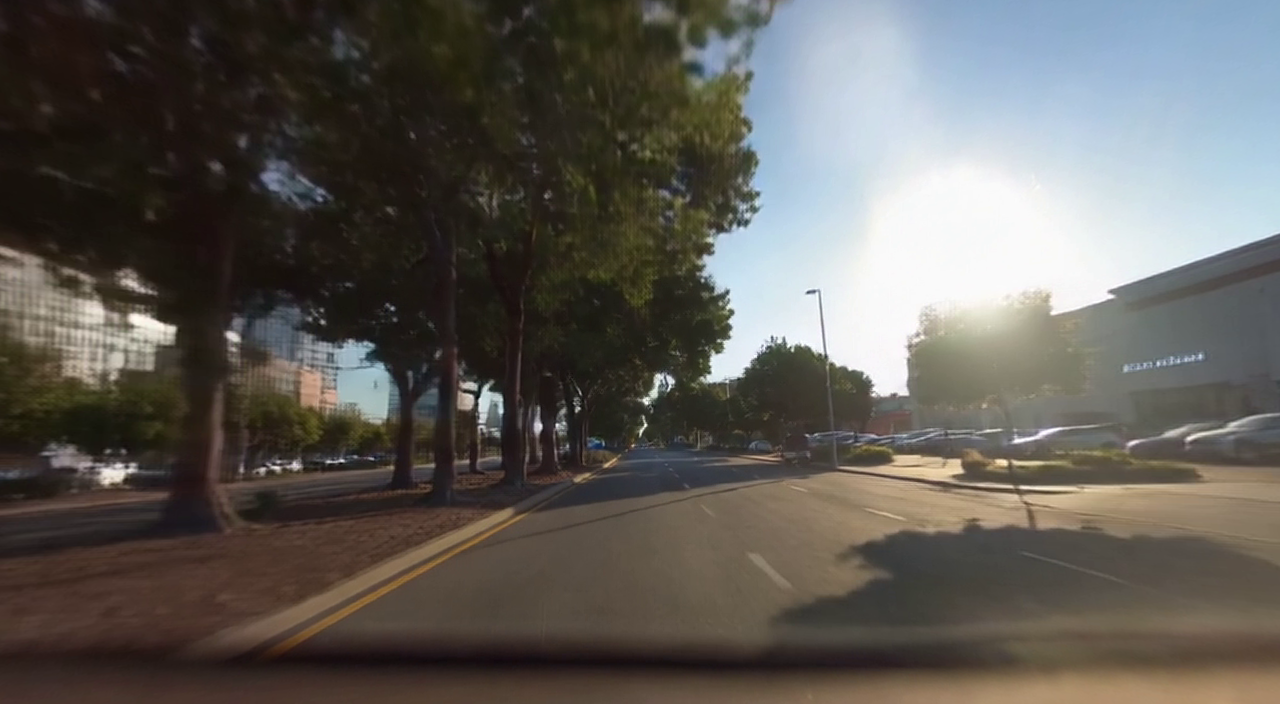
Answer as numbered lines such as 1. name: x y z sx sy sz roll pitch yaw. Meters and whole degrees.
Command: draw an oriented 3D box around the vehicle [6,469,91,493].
1. vehicle: -44.215 9.610 47.282 1.824 1.521 4.573 0 -9 2
